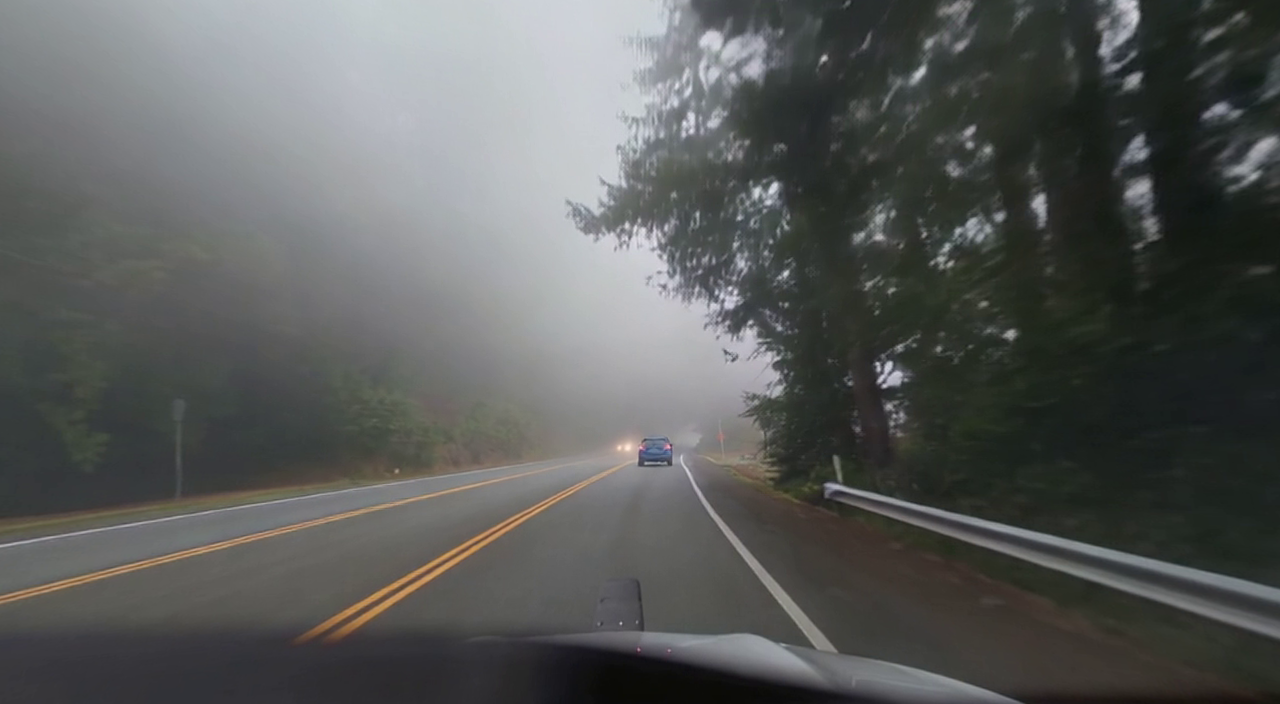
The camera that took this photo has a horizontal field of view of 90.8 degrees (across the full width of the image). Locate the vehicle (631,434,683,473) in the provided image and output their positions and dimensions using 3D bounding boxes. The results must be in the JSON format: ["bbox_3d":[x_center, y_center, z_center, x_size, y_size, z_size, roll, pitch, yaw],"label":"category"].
[{"bbox_3d":[0.853,4.848,30.370,2.294,1.708,4.110,-1,-8,3],"label":"vehicle"}]
